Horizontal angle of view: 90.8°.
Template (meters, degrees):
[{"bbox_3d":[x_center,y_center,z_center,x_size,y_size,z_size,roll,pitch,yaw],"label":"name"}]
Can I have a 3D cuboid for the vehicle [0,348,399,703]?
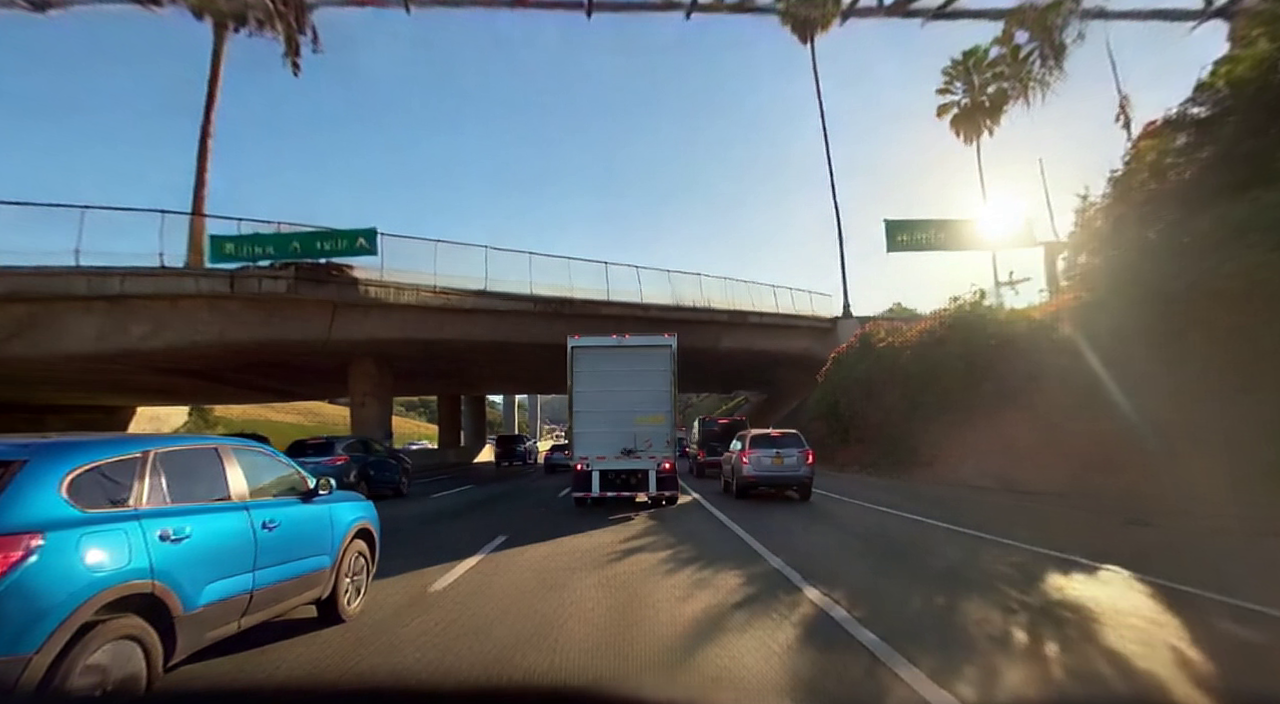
[{"bbox_3d":[-3.213,1.074,3.845,1.885,1.654,4.103,0,-9,-1],"label":"vehicle"}]

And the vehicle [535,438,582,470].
[{"bbox_3d":[-4.026,5.094,31.728,1.874,1.475,4.328,0,-9,-1],"label":"vehicle"}]

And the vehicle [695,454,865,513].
[{"bbox_3d":[2.942,2.974,14.943,2.635,1.036,5.568,0,-9,-2],"label":"vehicle"}]

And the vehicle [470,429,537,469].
[{"bbox_3d":[-7.290,5.250,34.357,2.344,1.954,5.579,0,-9,0],"label":"vehicle"}]

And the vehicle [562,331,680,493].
[{"bbox_3d":[-0.446,2.274,21.152,2.906,4.040,10.743,0,-9,0],"label":"vehicle"}]
